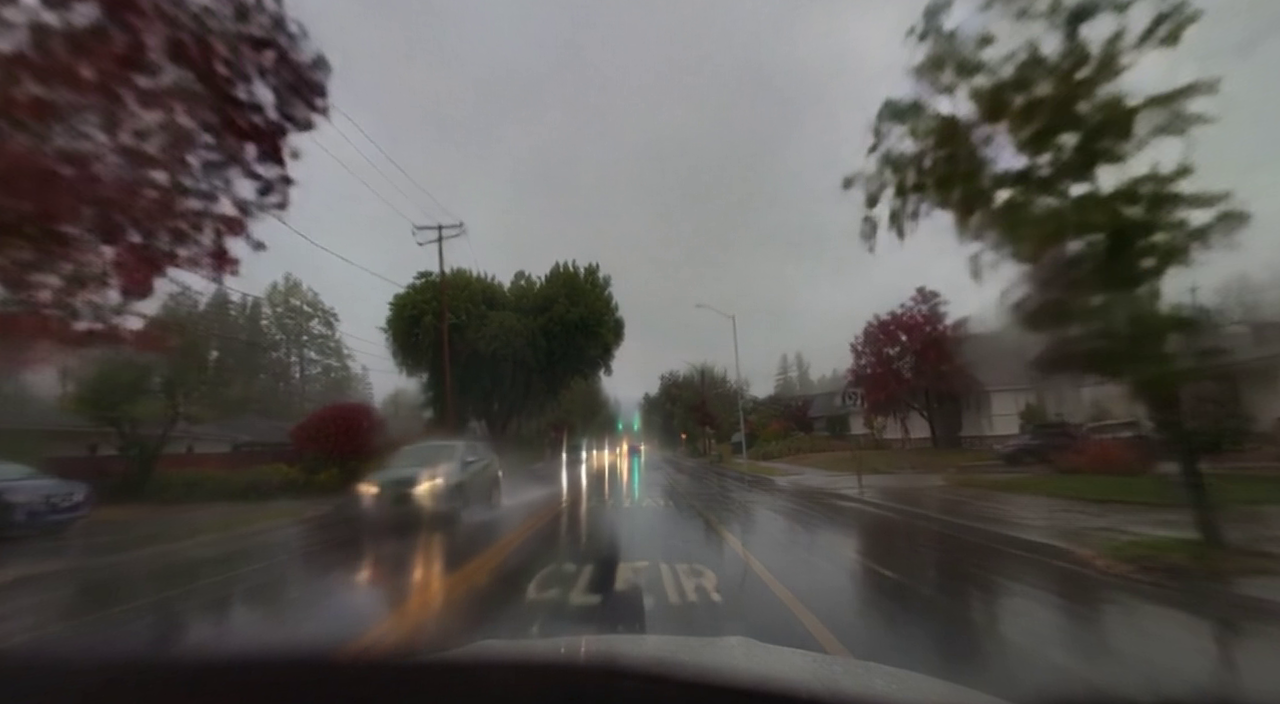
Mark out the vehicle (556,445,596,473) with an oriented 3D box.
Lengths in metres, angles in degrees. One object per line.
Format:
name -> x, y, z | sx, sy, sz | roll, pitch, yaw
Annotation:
vehicle -> -3.873, 6.522, 38.910 | 1.974, 1.604, 4.156 | 0, -9, 0

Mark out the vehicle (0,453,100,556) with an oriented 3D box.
vehicle -> -13.657, 2.845, 12.020 | 4.607, 1.772, 2.261 | 0, -9, -1

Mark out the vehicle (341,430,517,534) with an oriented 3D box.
vehicle -> -4.043, 2.556, 13.065 | 2.055, 1.757, 4.494 | 0, -8, 0
